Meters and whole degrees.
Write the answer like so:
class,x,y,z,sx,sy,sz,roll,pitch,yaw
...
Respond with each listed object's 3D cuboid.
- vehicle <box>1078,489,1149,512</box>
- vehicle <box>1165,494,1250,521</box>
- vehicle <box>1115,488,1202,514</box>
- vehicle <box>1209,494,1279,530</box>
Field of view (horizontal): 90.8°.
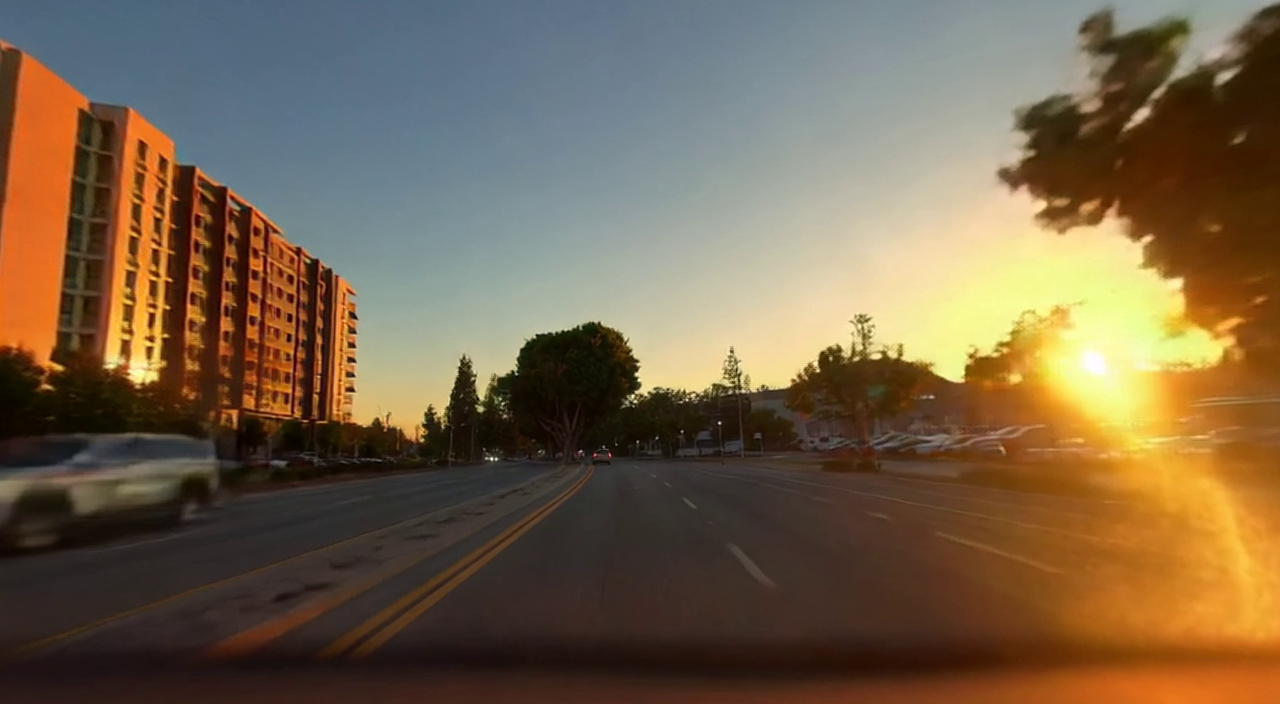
class,x,y,z,sx,sy,sz,roll,pitch,yaw
vehicle,35.208,11.044,47.070,3.738,1.499,1.843,0,-9,4
vehicle,34.741,9.521,38.732,3.528,1.442,1.620,0,-8,1
vehicle,34.198,9.818,41.764,3.968,1.517,1.867,0,-10,5
vehicle,33.768,8.490,33.574,4.822,1.656,2.035,0,-9,5
